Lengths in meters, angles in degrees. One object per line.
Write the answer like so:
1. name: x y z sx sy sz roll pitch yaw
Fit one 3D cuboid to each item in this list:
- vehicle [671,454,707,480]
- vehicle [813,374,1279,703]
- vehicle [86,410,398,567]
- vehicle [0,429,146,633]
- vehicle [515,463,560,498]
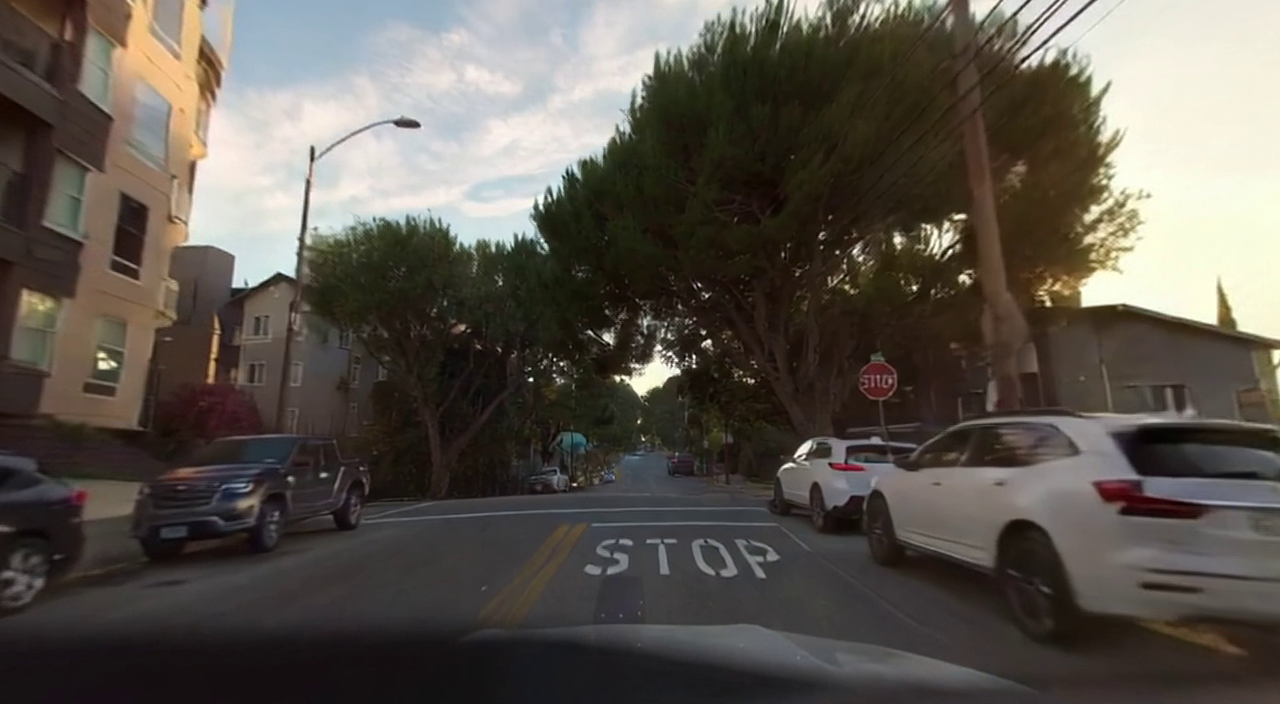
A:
1. vehicle: 3.383 8.052 44.425 2.051 1.526 4.673 0 -7 -2
2. vehicle: 3.341 1.291 5.417 2.154 1.699 4.591 0 -8 -4
3. vehicle: -6.120 2.204 10.752 2.076 1.913 5.060 -3 -10 -1
4. vehicle: -6.283 1.396 4.460 2.069 1.647 4.359 -2 -8 0
5. vehicle: -5.887 7.427 36.797 1.987 1.662 4.141 -2 -8 -1
